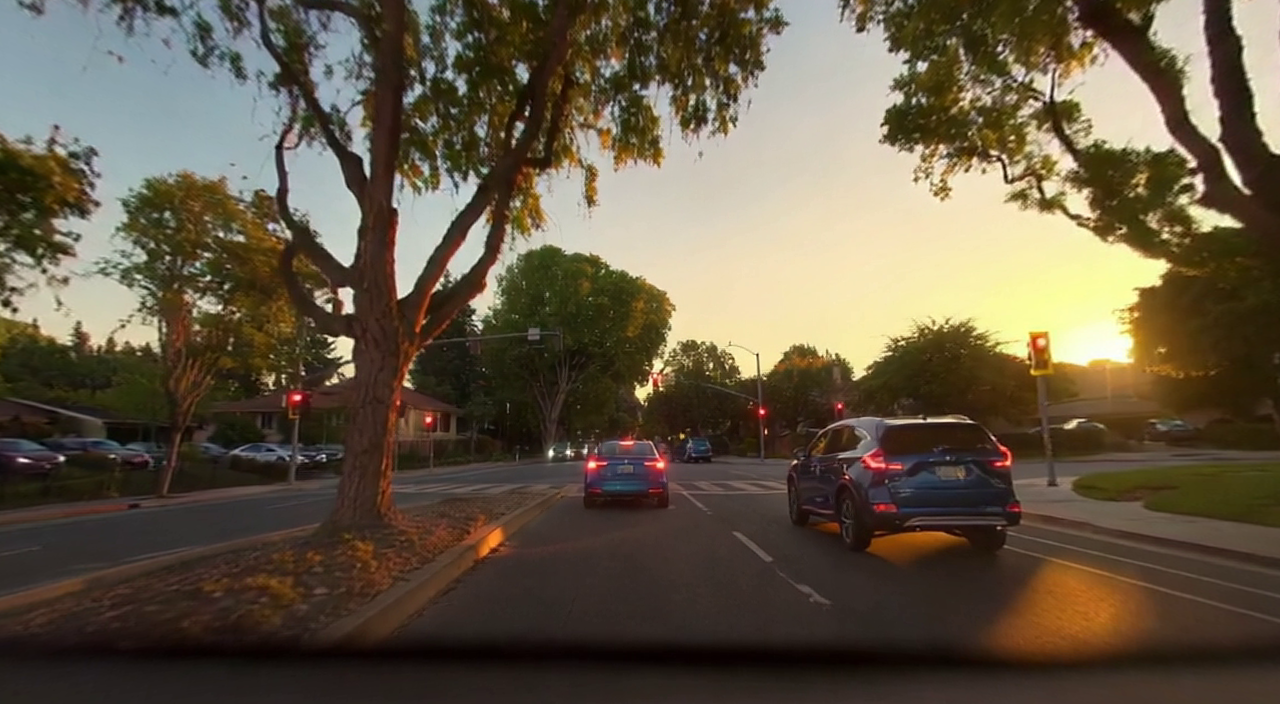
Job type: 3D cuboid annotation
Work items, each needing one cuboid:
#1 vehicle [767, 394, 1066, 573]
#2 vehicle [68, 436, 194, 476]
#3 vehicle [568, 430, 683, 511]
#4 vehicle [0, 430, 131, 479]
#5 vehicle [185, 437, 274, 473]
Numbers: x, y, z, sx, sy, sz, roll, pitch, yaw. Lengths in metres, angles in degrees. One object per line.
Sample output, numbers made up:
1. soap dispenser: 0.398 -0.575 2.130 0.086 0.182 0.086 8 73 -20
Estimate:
1. vehicle: 3.197 1.634 8.549 2.046 1.768 4.370 0 -8 0
2. vehicle: -28.472 5.804 35.621 5.119 2.119 2.199 4 -9 -29
3. vehicle: -0.297 2.606 14.388 2.177 1.512 4.682 0 -8 0
4. vehicle: -28.823 5.031 31.259 5.285 2.200 2.387 3 -10 -32
5. vehicle: -28.544 7.155 44.000 4.943 2.110 2.217 3 -11 -38
